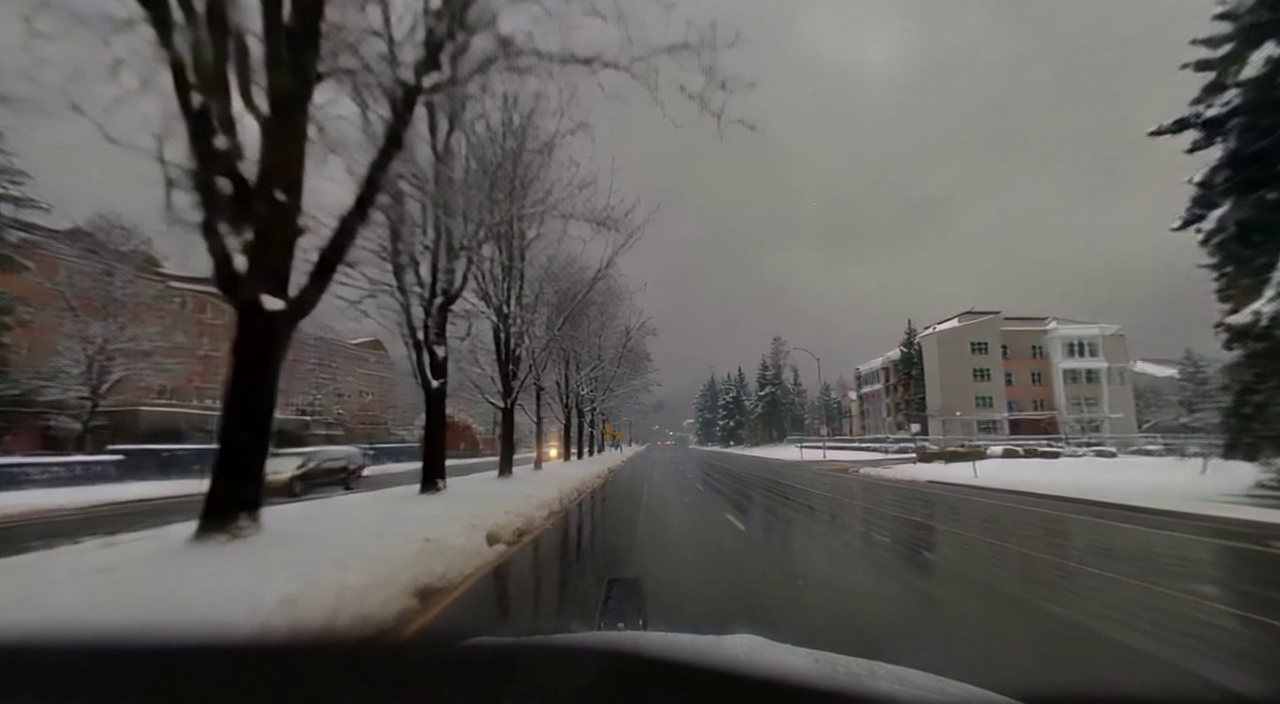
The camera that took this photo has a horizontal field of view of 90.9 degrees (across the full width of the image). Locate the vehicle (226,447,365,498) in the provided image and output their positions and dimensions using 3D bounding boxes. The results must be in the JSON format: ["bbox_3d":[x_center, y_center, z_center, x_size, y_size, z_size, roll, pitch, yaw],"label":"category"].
[{"bbox_3d":[-11.391,3.975,21.339,1.930,1.494,4.706,0,-8,2],"label":"vehicle"}]
